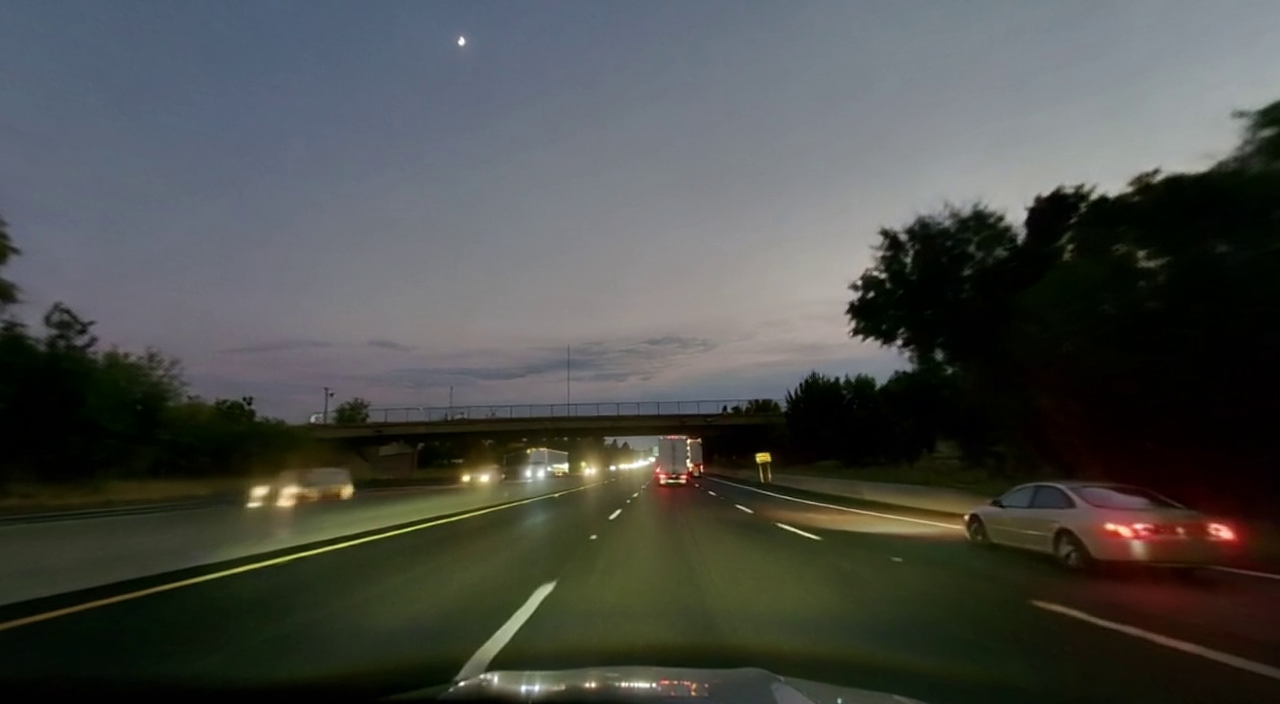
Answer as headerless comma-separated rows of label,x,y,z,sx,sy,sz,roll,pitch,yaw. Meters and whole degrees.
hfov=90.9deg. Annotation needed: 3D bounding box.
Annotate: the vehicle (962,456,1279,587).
vehicle,7.030,2.358,9.407,1.949,1.468,4.145,2,-11,-6
